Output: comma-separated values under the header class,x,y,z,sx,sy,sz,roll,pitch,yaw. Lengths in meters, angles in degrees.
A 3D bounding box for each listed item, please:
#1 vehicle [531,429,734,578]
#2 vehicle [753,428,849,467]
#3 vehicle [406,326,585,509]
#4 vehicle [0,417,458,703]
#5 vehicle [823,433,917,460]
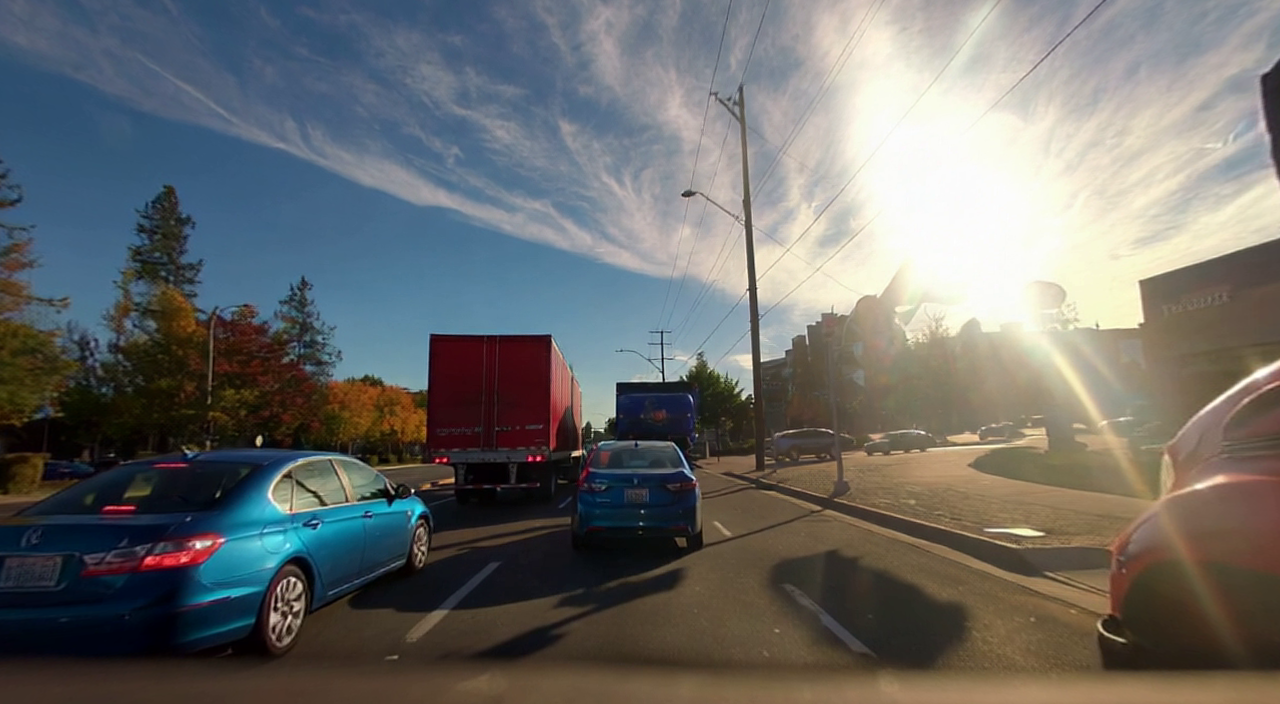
class,x,y,z,sx,sy,sz,roll,pitch,yaw
vehicle,-0.116,1.854,8.541,2.067,1.506,4.118,0,-8,-1
vehicle,8.171,4.910,32.408,2.061,1.845,4.829,4,-9,-27
vehicle,-3.279,1.843,16.626,3.020,3.800,7.105,0,-8,0
vehicle,-3.084,1.352,4.987,1.969,1.471,4.378,0,-8,0
vehicle,12.919,5.339,35.501,4.574,1.478,1.880,0,-8,2
